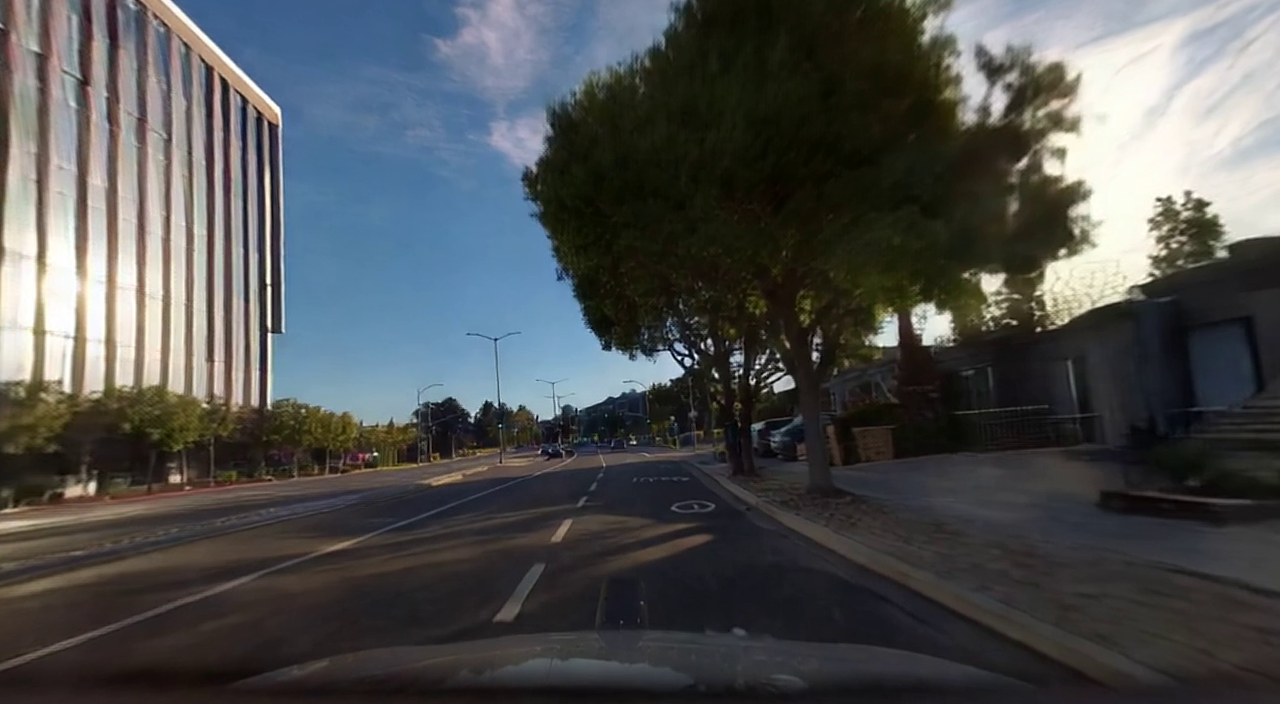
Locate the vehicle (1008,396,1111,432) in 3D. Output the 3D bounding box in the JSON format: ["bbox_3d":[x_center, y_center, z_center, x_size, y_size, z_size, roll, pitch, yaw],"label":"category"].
[{"bbox_3d":[19.777,3.024,30.046,1.890,1.492,4.494,0,-8,2],"label":"vehicle"}]

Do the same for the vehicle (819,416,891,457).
[{"bbox_3d":[8.740,3.499,26.001,1.842,1.535,3.638,0,-8,3],"label":"vehicle"}]

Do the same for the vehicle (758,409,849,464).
[{"bbox_3d":[6.391,3.432,25.411,2.160,1.944,5.086,0,-8,-2],"label":"vehicle"}]
